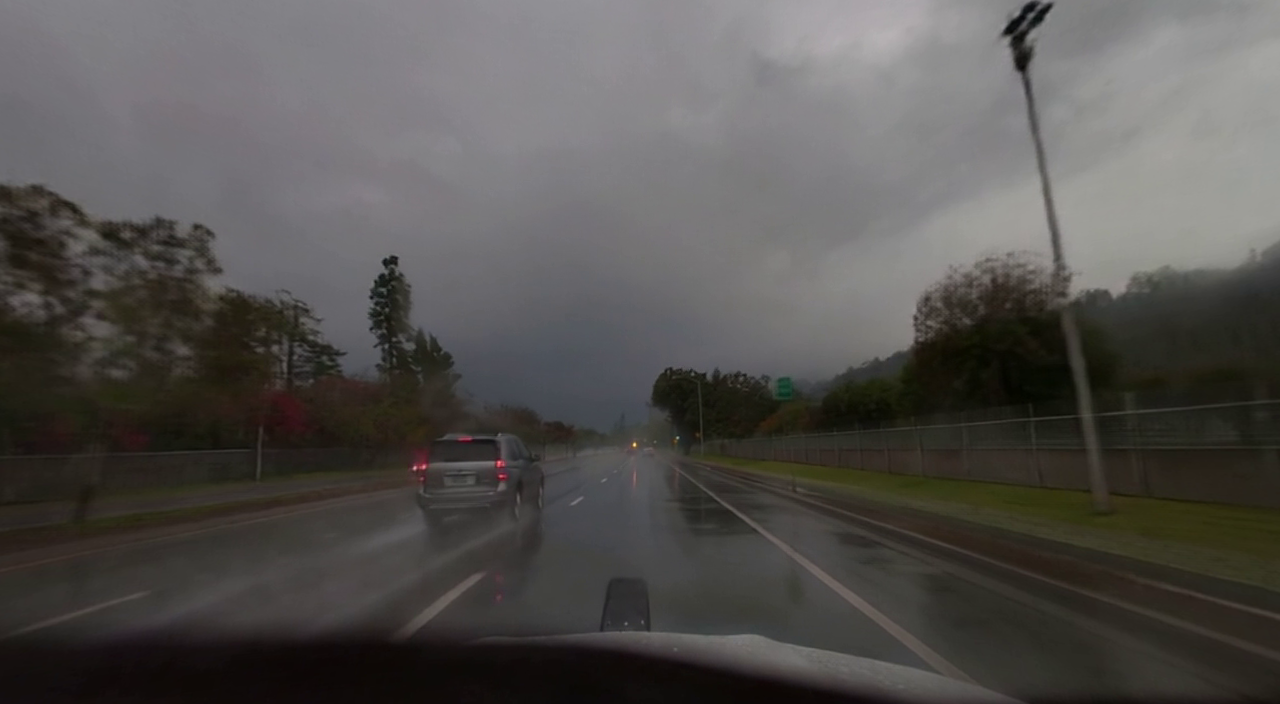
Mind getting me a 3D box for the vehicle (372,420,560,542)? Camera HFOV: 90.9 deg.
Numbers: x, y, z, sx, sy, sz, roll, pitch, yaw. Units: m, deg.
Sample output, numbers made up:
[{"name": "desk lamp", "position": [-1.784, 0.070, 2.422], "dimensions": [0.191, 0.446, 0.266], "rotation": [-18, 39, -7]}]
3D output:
[{"name": "vehicle", "position": [-2.987, 2.335, 12.120], "dimensions": [2.160, 1.855, 4.695], "rotation": [0, -8, 1]}]
